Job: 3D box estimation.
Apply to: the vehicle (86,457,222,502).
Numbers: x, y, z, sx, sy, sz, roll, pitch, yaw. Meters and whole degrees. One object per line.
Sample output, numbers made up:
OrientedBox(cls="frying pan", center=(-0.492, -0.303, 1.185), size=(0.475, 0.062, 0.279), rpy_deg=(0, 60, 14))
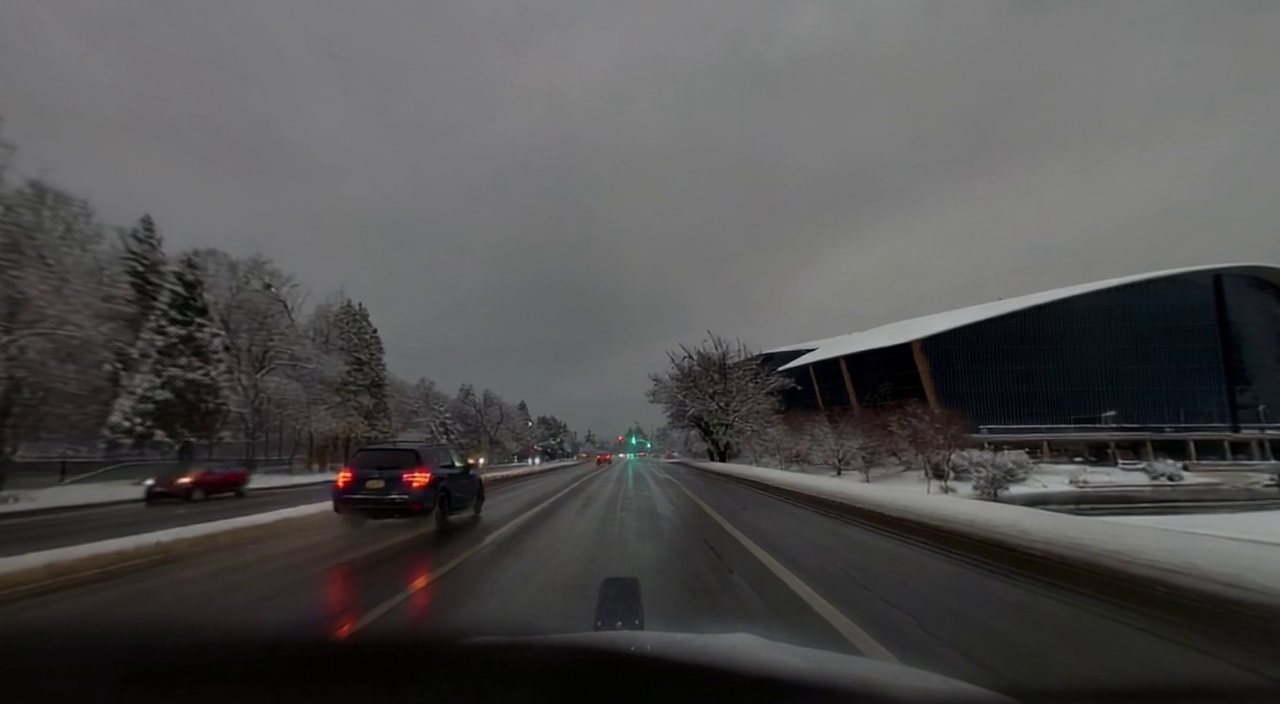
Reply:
OrientedBox(cls="vehicle", center=(-21.073, 5.521, 27.752), size=(1.982, 1.690, 4.893), rpy_deg=(0, -8, 1))

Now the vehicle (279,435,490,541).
OrientedBox(cls="vehicle", center=(-4.323, 2.337, 11.664), size=(1.936, 1.536, 4.627), rpy_deg=(0, -8, 0))

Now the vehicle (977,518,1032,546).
OrientedBox(cls="vehicle", center=(27.121, 13.379, 47.102), size=(1.685, 1.470, 4.006), rpy_deg=(0, -8, 0))

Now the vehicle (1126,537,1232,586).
OrientedBox(cls="vehicle", center=(26.541, 10.320, 31.298), size=(1.914, 1.715, 3.814), rpy_deg=(-1, -9, 2))

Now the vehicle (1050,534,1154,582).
OrientedBox(cls="vehicle", center=(23.952, 10.658, 32.994), size=(1.993, 1.688, 4.523), rpy_deg=(1, -9, 0))
